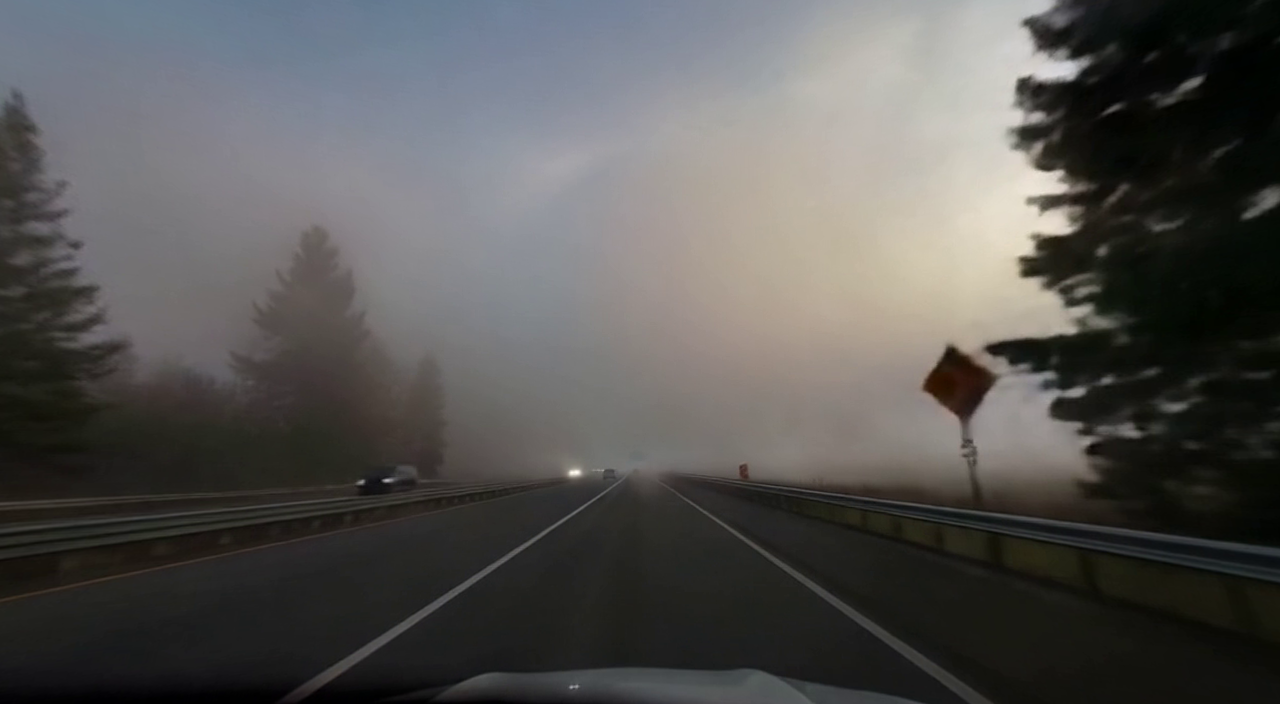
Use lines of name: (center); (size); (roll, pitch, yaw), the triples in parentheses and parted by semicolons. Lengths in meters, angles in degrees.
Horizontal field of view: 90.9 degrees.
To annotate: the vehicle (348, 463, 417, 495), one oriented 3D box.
vehicle: (-15.687, 7.737, 38.687); (1.990, 1.777, 5.101); (0, -10, 1)
